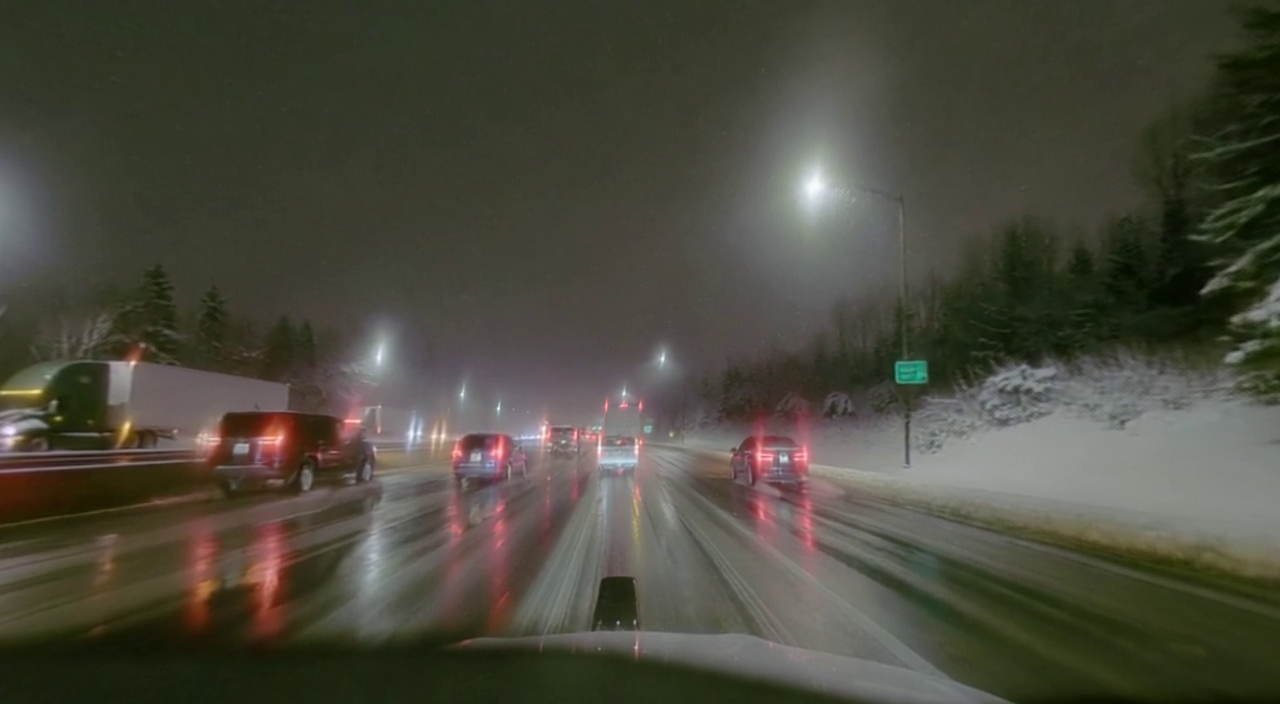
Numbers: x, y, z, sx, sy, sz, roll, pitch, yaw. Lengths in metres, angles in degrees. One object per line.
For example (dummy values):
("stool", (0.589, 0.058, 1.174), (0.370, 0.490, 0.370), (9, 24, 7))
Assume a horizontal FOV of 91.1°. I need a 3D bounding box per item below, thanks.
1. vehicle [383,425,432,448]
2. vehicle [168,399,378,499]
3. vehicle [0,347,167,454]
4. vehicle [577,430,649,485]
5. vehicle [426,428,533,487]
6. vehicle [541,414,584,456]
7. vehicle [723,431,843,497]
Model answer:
("vehicle", (-16.096, 5.886, 43.765), (1.885, 1.496, 4.446), (0, -8, -3))
("vehicle", (-8.211, 2.226, 14.759), (2.158, 1.943, 4.662), (0, -8, -1))
("vehicle", (-23.135, 2.114, 25.918), (2.975, 3.953, 5.356), (1, -8, -2))
("vehicle", (-0.790, 3.150, 19.184), (1.980, 1.478, 3.758), (0, -8, -1))
("vehicle", (-4.502, 3.021, 18.392), (2.046, 1.493, 4.384), (0, -8, -1))
("vehicle", (-5.093, 5.581, 42.284), (2.303, 2.610, 6.579), (0, -8, -3))
("vehicle", (3.574, 2.862, 16.650), (1.981, 1.474, 4.396), (0, -8, -2))
